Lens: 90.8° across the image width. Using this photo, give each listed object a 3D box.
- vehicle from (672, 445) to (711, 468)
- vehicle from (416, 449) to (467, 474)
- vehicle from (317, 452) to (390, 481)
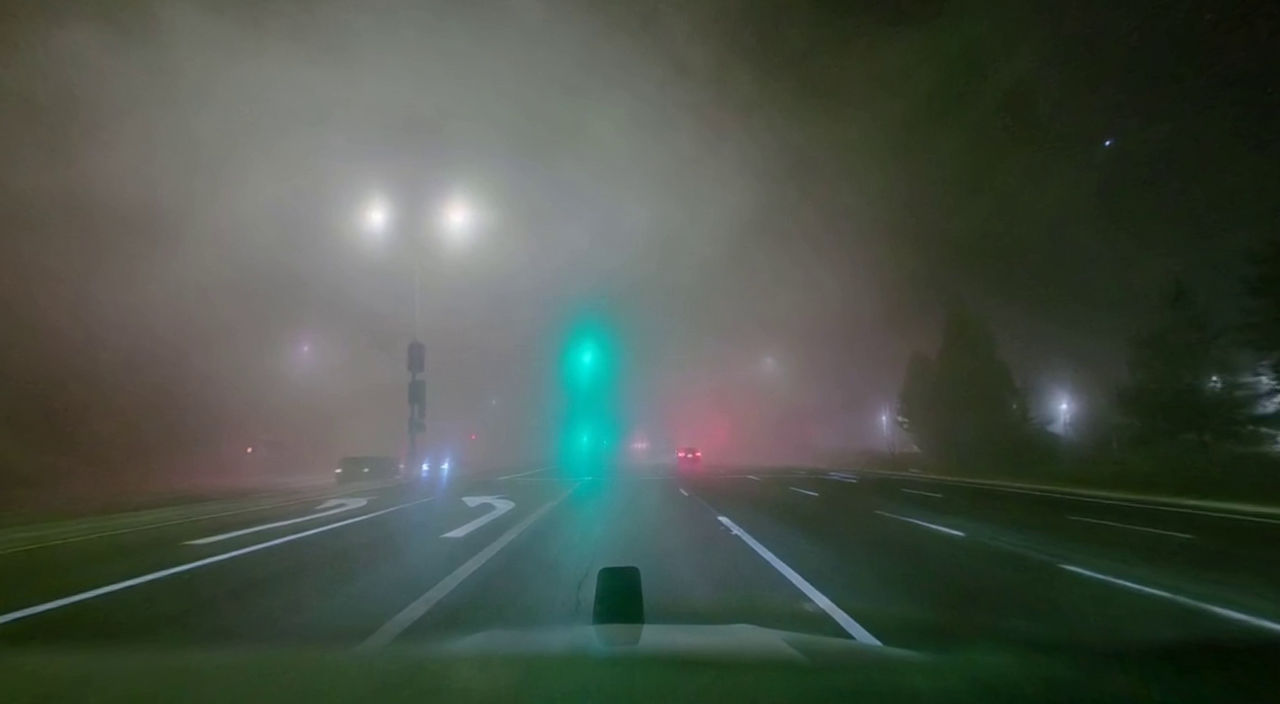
[{"bbox_3d":[3.469,7.156,43.303,2.187,1.475,4.529,0,-9,-1],"label":"vehicle"},{"bbox_3d":[-12.723,7.012,40.802,1.870,1.501,4.364,0,-9,0],"label":"vehicle"},{"bbox_3d":[-15.776,6.327,35.109,1.926,1.445,4.556,0,-9,0],"label":"vehicle"}]
